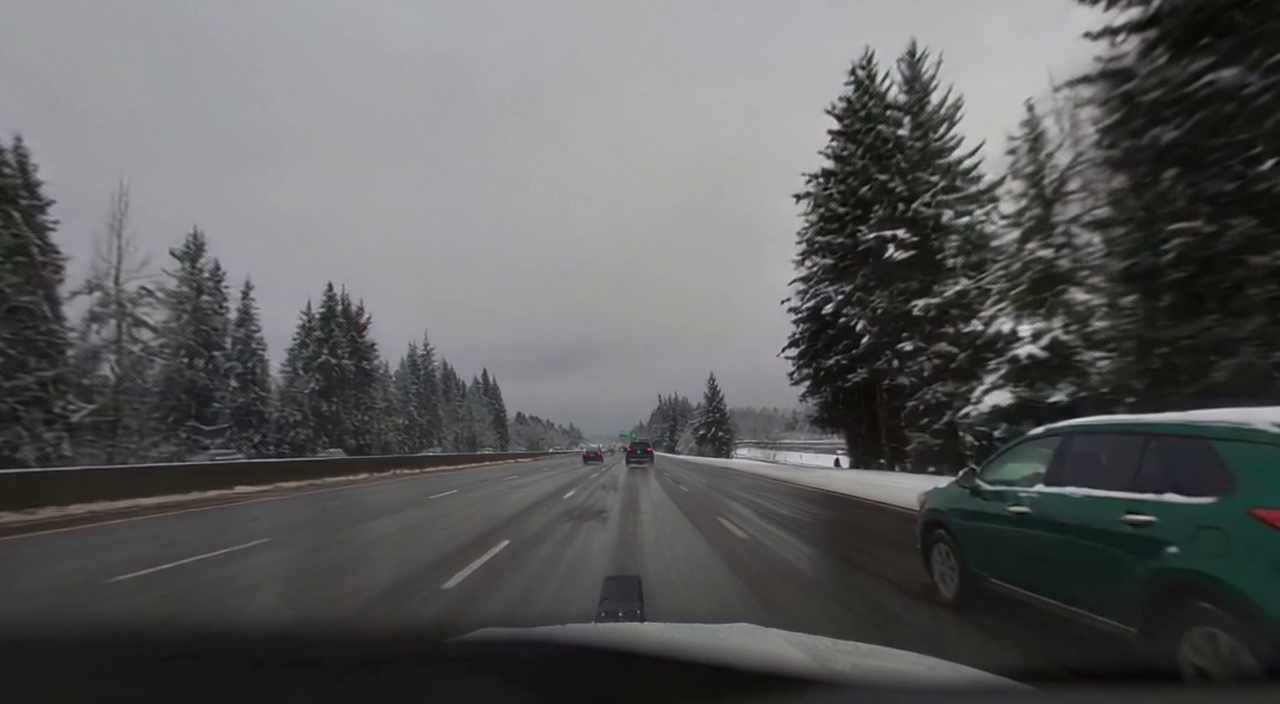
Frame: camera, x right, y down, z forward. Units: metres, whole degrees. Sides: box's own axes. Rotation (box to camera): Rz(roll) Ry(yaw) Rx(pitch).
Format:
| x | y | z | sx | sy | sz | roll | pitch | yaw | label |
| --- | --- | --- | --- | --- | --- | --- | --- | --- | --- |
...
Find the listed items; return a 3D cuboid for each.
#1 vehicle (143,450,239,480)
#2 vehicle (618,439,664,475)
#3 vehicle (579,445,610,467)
| x | y | z | sx | sy | sz | roll | pitch | yaw | label |
| --- | --- | --- | --- | --- | --- | --- | --- | --- | --- |
| -26.095 | 6.554 | 36.820 | 2.025 | 1.514 | 4.779 | 0 | -8 | 0 | vehicle |
| 0.017 | 5.649 | 34.298 | 2.302 | 1.810 | 4.707 | 0 | -8 | -1 | vehicle |
| -3.479 | 8.055 | 48.966 | 2.049 | 1.659 | 4.183 | 0 | -8 | 0 | vehicle |
